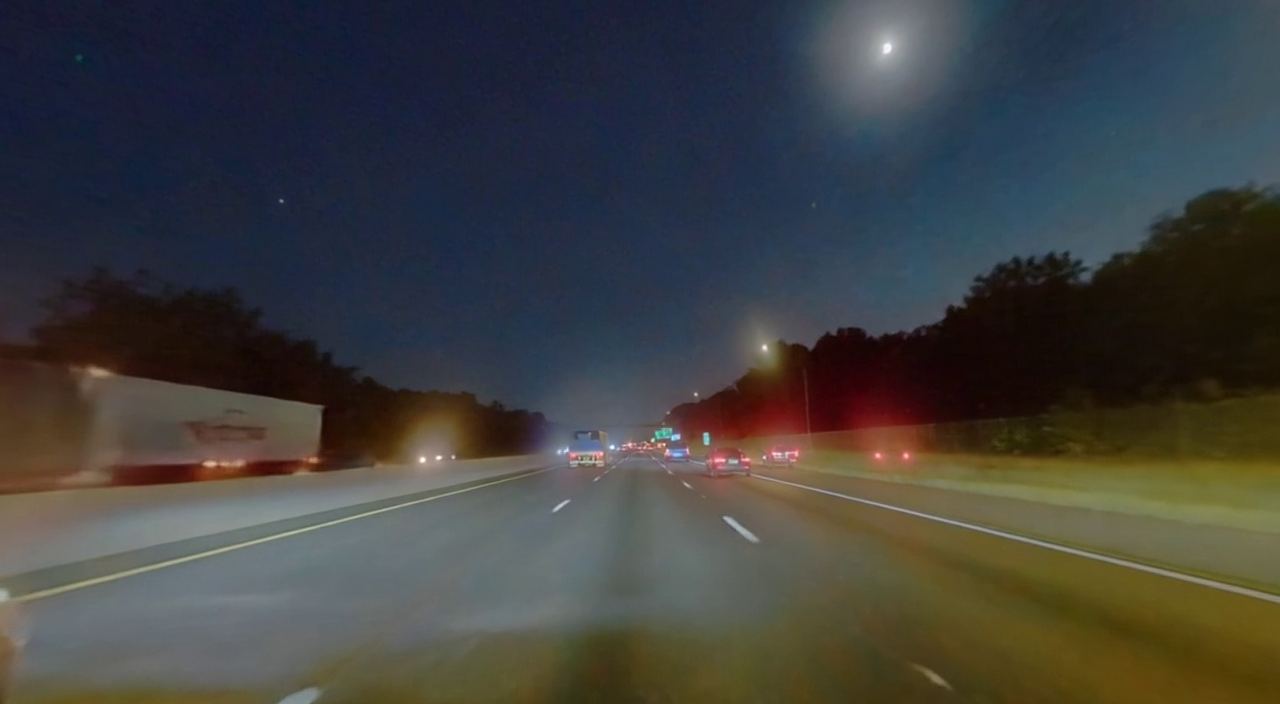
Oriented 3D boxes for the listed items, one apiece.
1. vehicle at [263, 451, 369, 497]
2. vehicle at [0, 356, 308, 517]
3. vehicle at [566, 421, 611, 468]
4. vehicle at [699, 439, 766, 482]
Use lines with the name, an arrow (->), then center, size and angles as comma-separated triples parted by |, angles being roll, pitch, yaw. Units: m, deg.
vehicle -> -11.461, 4.308, 22.613 | 1.762, 1.478, 3.882 | 0, -9, -1
vehicle -> -18.869, 3.422, 24.168 | 3.193, 4.259, 17.218 | -1, -9, -1
vehicle -> -3.732, 6.926, 46.970 | 2.667, 3.195, 6.731 | 0, -9, 1
vehicle -> 3.560, 4.270, 25.001 | 1.983, 1.545, 4.038 | 0, -9, -1
